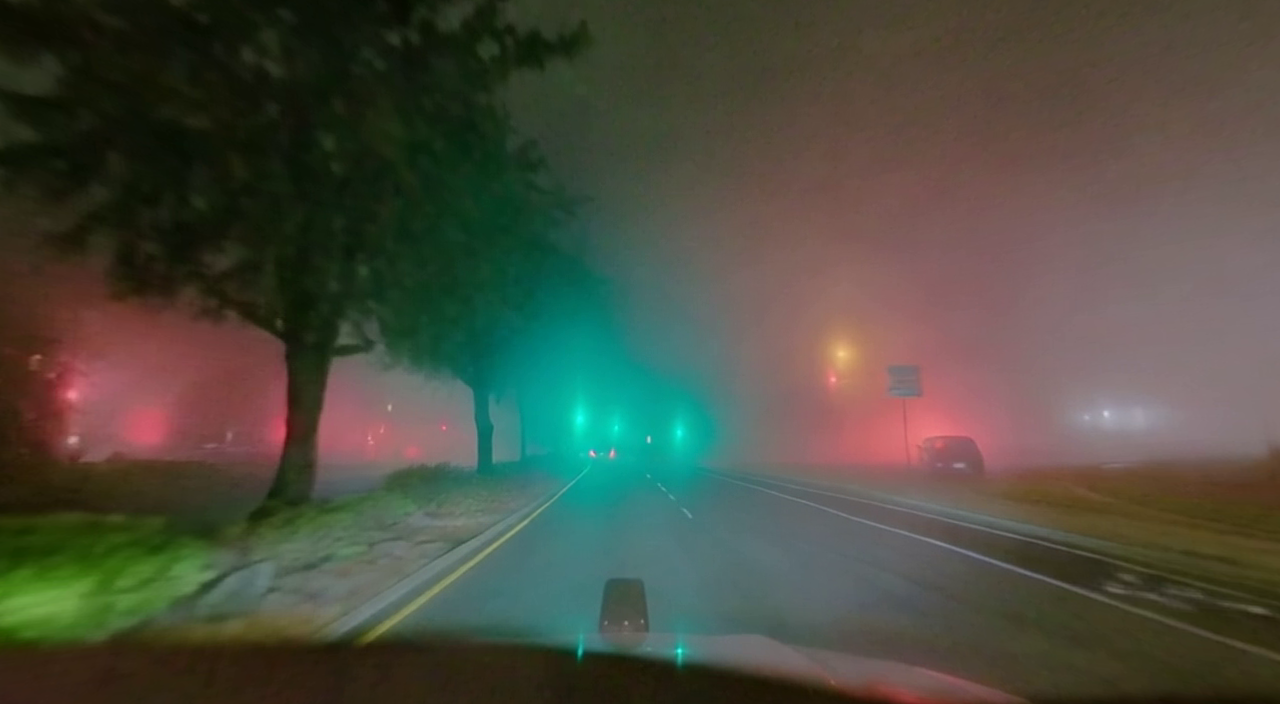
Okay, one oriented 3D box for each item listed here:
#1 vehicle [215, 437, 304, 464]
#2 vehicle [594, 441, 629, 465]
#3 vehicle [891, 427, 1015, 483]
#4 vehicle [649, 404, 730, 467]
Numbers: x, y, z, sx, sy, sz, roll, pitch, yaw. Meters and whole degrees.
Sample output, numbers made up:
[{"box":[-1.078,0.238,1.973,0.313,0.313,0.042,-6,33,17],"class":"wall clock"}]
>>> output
[{"box":[-24.355,6.337,40.516,4.348,1.653,1.948,2,-9,-11],"class":"vehicle"},{"box":[-1.911,6.614,41.338,2.113,1.462,4.203,1,-9,-4],"class":"vehicle"},{"box":[11.299,3.767,23.261,2.145,1.795,4.992,0,-9,2],"class":"vehicle"},{"box":[2.723,5.338,39.609,3.037,3.261,12.926,1,-9,-5],"class":"vehicle"}]
